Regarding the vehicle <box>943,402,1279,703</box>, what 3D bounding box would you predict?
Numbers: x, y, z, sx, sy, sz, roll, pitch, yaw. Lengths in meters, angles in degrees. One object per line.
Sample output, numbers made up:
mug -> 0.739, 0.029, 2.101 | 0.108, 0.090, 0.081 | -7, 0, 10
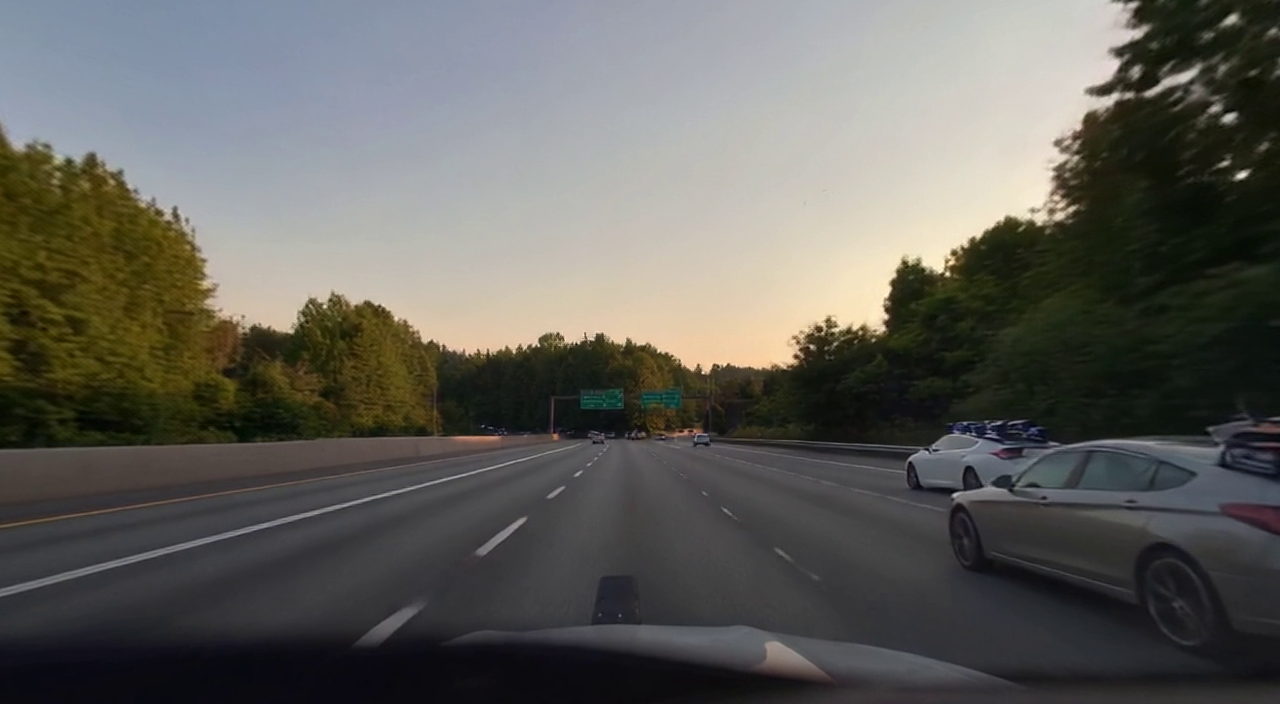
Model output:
vehicle -> 3.801, 1.017, 3.262 | 2.094, 1.441, 4.568 | 0, -7, -2
